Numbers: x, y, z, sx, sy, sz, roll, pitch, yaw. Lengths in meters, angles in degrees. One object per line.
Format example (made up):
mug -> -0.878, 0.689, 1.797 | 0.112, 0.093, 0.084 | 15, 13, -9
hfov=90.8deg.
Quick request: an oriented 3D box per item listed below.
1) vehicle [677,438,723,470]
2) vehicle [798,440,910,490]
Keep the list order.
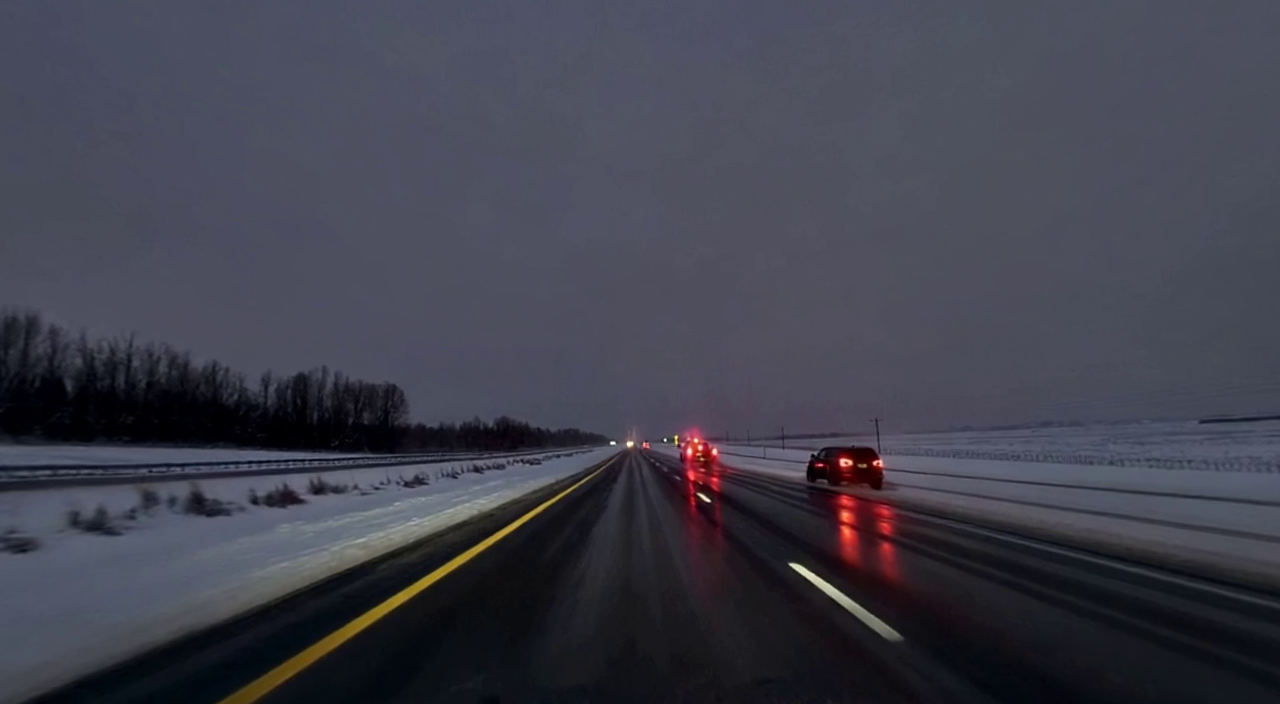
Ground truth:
vehicle -> 3.532, 6.137, 38.281 | 2.141, 1.785, 4.778 | 0, -8, -2
vehicle -> 7.208, 3.846, 21.893 | 2.046, 1.509, 4.929 | 0, -8, -1
